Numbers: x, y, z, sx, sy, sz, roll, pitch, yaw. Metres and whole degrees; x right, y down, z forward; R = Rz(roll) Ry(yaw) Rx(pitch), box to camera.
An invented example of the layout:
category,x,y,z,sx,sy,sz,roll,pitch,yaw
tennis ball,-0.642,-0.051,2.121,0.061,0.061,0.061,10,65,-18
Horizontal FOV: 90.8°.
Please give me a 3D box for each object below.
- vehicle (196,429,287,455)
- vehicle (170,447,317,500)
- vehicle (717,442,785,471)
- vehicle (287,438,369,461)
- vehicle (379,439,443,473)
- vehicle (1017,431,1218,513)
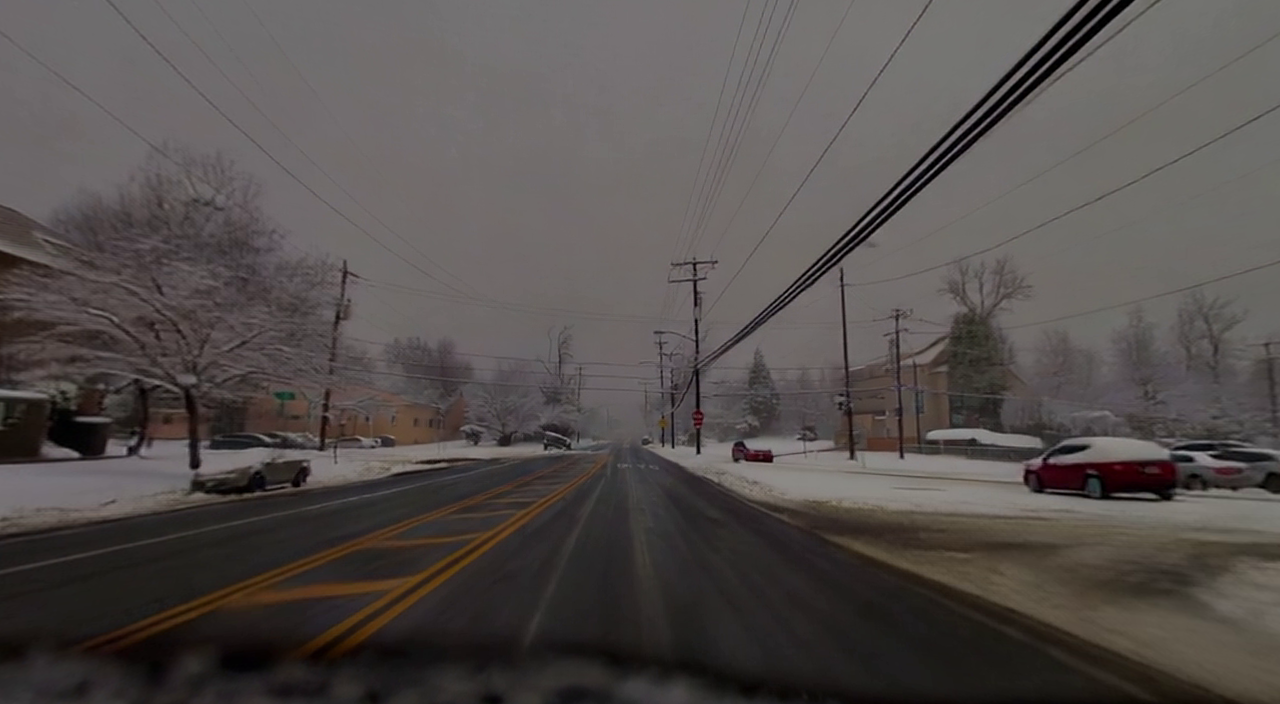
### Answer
category,x,y,z,sx,sy,sz,roll,pitch,yaw
vehicle,-27.501,6.238,43.717,4.842,1.690,1.938,1,-8,-9
vehicle,-12.450,3.801,20.316,1.957,1.459,4.913,1,-8,-6
vehicle,6.089,5.776,35.235,2.081,1.496,4.490,2,-9,-13
vehicle,-21.880,6.846,44.430,4.647,1.515,2.009,1,-8,-6
vehicle,-13.220,6.014,36.834,1.940,1.789,5.086,0,-8,-2
vehicle,10.989,2.715,14.872,1.600,1.488,3.563,2,-5,-12
